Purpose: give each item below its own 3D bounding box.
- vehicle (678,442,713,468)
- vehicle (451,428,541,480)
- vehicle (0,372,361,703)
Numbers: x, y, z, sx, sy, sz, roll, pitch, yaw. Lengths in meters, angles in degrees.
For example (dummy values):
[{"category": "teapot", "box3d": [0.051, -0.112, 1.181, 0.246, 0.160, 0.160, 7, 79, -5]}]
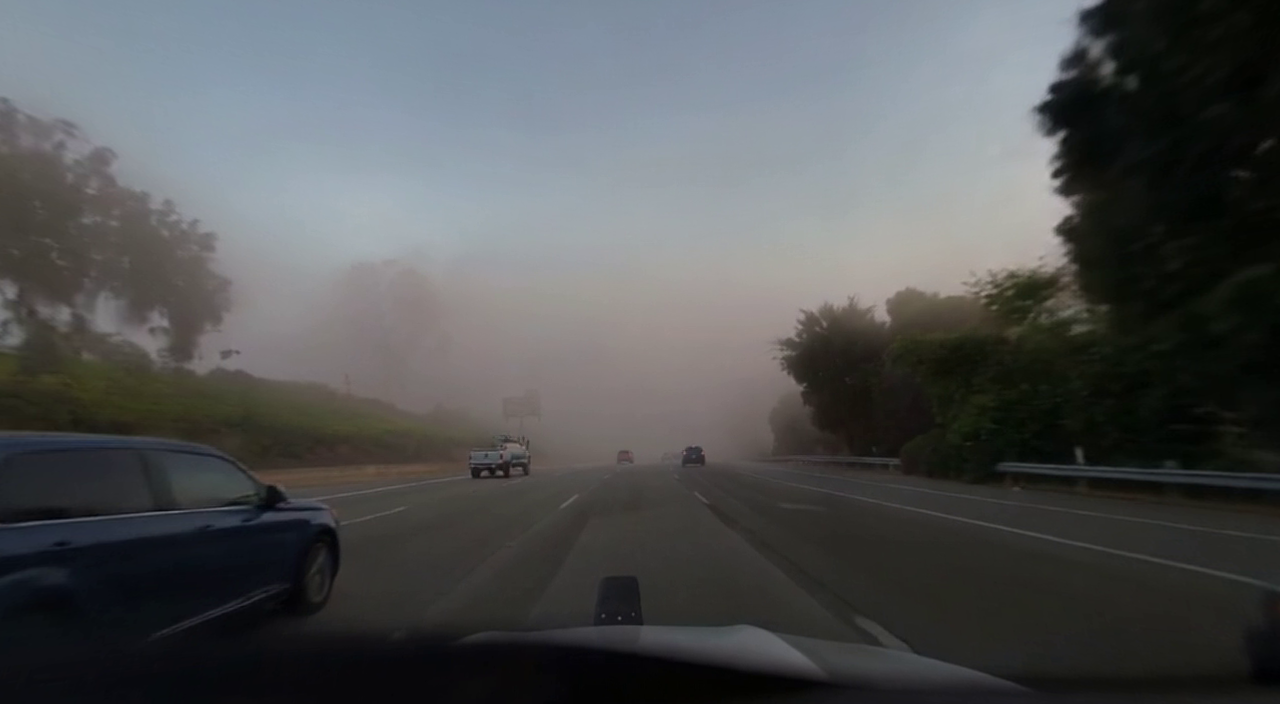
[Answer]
[{"category": "vehicle", "box3d": [4.031, 7.567, 46.675, 2.211, 1.814, 4.404, 0, -9, 0]}, {"category": "vehicle", "box3d": [-6.167, 4.487, 27.982, 2.383, 2.048, 5.875, 0, -9, 2]}, {"category": "vehicle", "box3d": [-3.200, 0.870, 2.432, 2.192, 1.482, 4.454, 0, -9, 0]}]
